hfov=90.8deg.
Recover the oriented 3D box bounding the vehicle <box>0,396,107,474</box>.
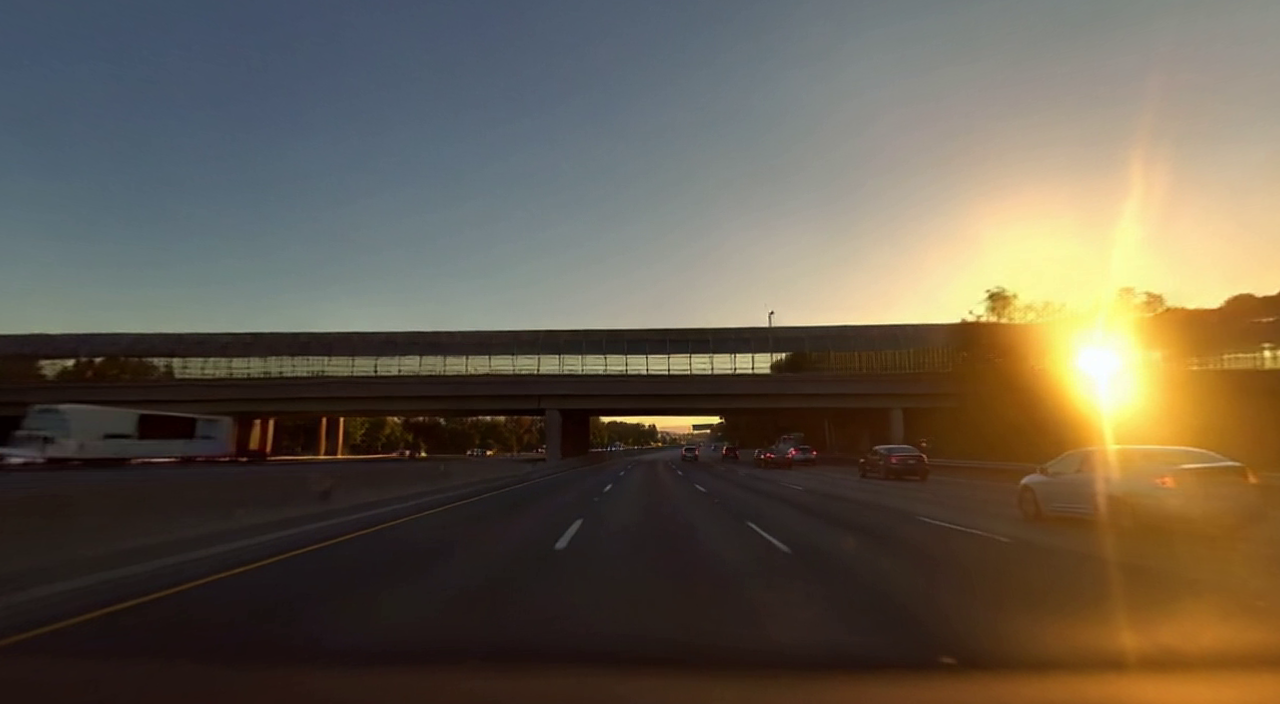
[{"bbox_3d":[-34.557,4.619,34.769,3.015,3.942,8.354,0,-9,0],"label":"vehicle"}]

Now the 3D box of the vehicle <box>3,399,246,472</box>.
[{"bbox_3d":[-34.449,5.970,44.187,2.902,4.121,16.582,0,-9,1],"label":"vehicle"}]

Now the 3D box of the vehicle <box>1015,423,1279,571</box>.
[{"bbox_3d":[7.743,1.917,9.176,1.862,1.613,4.316,0,-9,-1],"label":"vehicle"}]
